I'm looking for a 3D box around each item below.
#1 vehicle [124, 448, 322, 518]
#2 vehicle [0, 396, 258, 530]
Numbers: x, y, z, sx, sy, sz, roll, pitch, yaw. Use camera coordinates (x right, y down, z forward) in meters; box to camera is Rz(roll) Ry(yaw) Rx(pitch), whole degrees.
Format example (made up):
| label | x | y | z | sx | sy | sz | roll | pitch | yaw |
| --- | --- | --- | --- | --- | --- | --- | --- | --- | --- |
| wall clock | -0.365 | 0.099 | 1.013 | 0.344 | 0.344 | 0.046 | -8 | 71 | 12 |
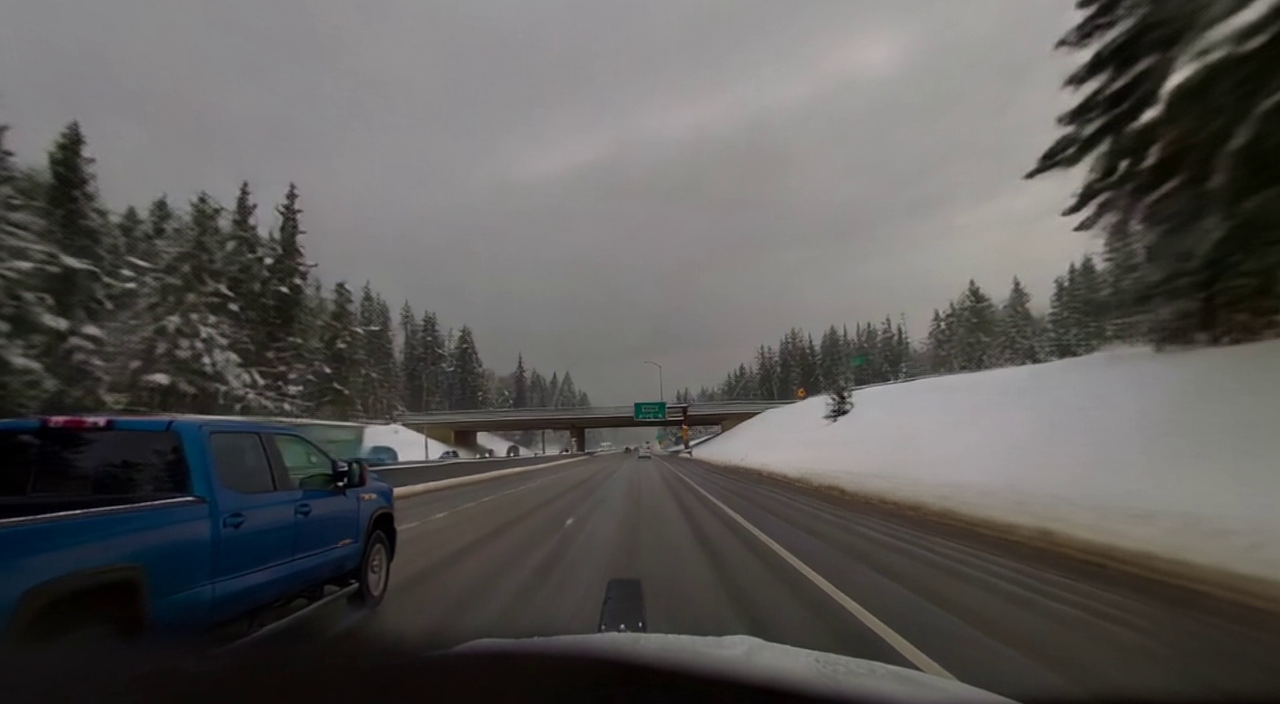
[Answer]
| label | x | y | z | sx | sy | sz | roll | pitch | yaw |
| --- | --- | --- | --- | --- | --- | --- | --- | --- | --- |
| vehicle | -11.007 | 3.437 | 17.219 | 2.129 | 1.560 | 4.733 | -1 | -8 | 1 |
| vehicle | -15.116 | 3.168 | 18.789 | 2.935 | 3.173 | 7.113 | 0 | -8 | 0 |
